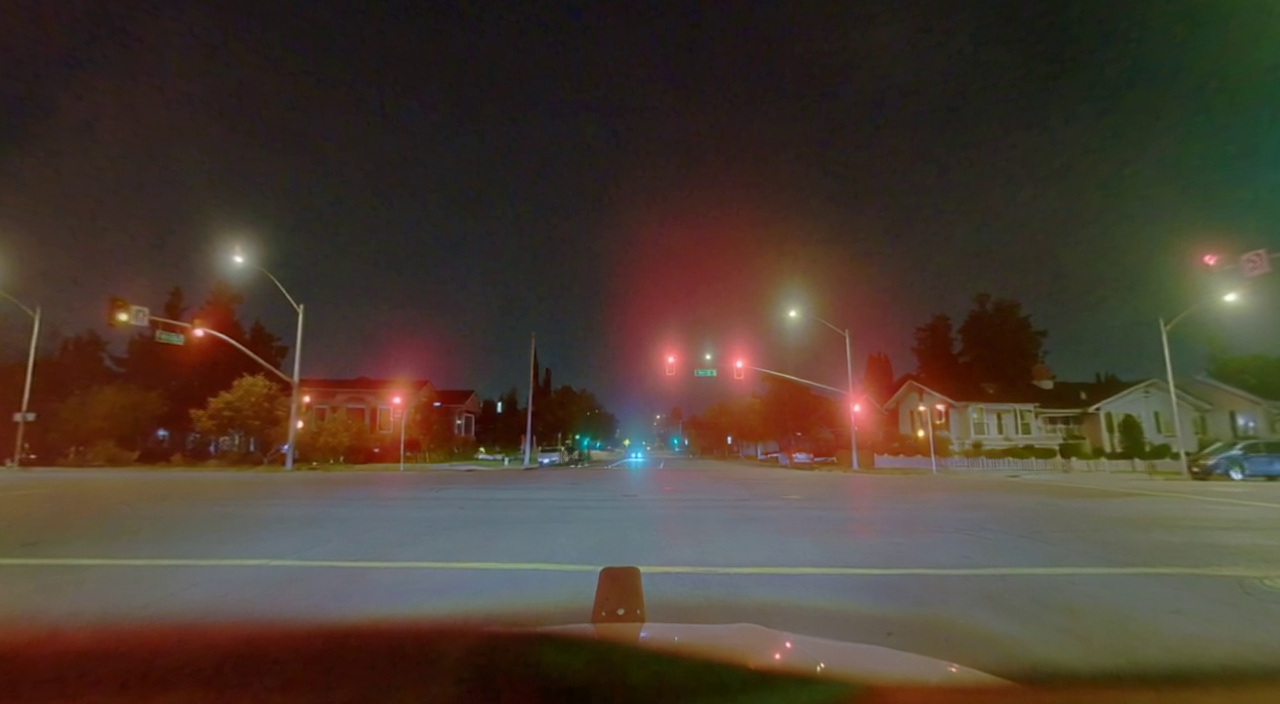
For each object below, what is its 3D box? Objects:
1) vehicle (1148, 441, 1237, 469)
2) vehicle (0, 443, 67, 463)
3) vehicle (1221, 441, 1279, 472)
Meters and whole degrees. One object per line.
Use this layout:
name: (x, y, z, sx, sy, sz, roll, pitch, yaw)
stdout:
vehicle: (36.778, 6.854, 42.245, 1.853, 1.723, 4.460, 0, -9, 0)
vehicle: (-44.289, 7.286, 45.714, 3.949, 1.422, 1.744, 0, -9, 2)
vehicle: (37.583, 6.143, 37.268, 1.915, 1.773, 4.499, 1, -9, -9)
